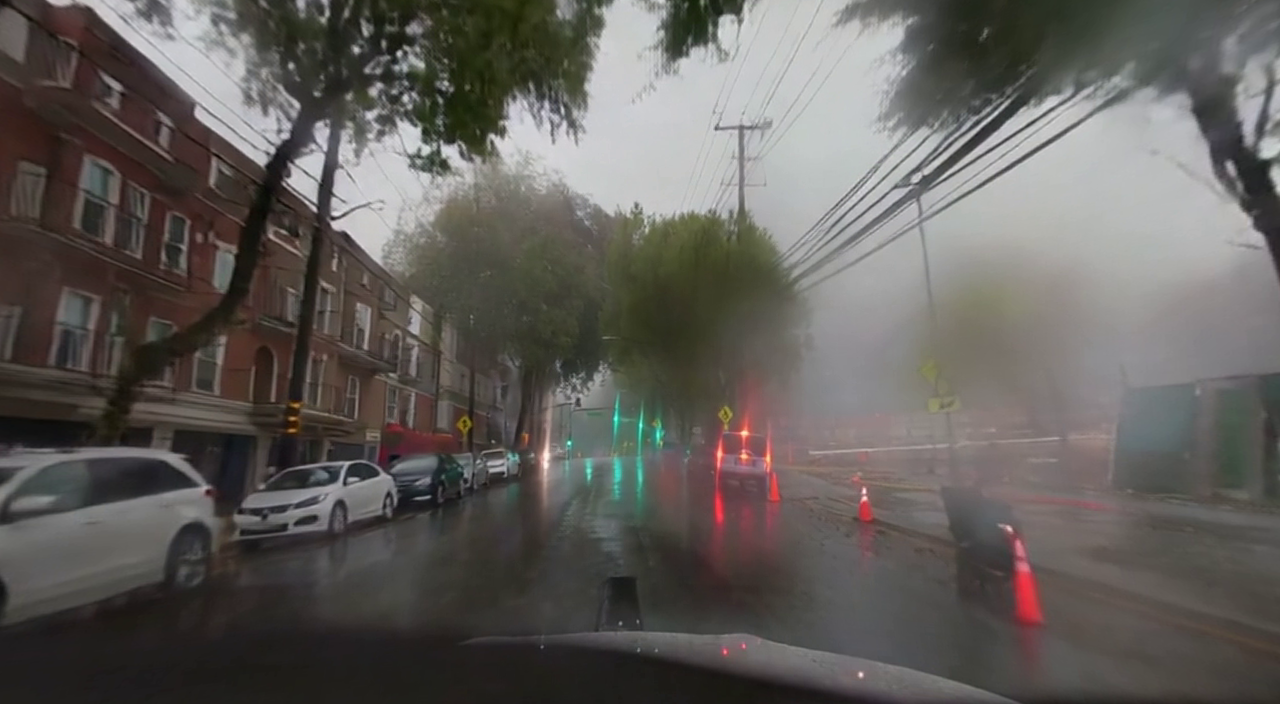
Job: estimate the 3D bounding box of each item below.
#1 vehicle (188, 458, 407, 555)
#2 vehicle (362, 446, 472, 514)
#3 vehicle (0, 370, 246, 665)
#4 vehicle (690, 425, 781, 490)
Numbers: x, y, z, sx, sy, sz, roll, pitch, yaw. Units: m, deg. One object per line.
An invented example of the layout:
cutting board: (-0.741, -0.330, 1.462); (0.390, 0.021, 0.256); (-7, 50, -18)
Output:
vehicle: (-6.145, 2.820, 12.082); (1.967, 1.483, 4.347); (1, -10, -4)
vehicle: (-6.248, 3.565, 18.241); (1.996, 1.695, 4.127); (1, -8, -5)
vehicle: (-5.757, 1.377, 5.649); (1.894, 2.186, 3.901); (0, -8, -1)
vehicle: (3.015, 3.613, 21.075); (1.994, 1.857, 4.393); (1, -13, -5)
